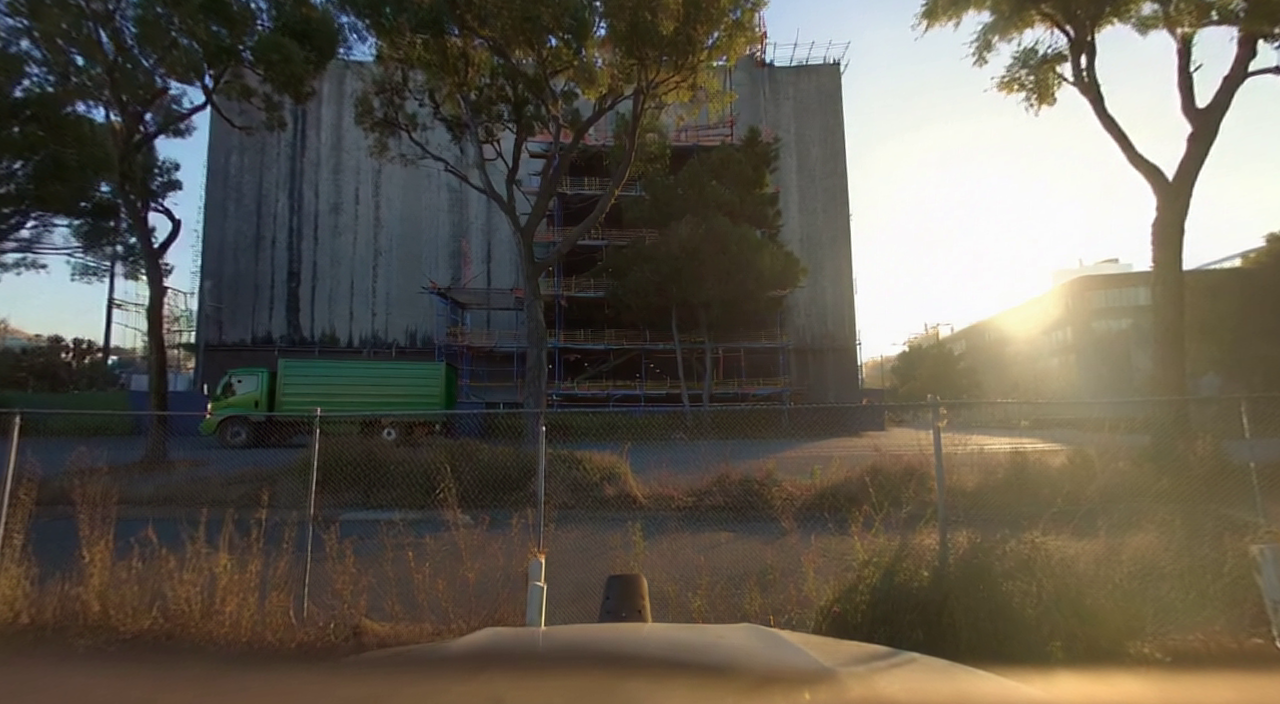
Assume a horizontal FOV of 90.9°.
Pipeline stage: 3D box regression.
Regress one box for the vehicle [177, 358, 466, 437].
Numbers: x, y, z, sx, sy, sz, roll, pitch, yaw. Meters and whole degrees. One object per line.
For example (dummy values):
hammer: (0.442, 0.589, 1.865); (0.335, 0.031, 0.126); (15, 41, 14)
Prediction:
vehicle: (-17.220, 2.674, 35.213); (14.067, 4.099, 2.832); (1, -9, -7)
